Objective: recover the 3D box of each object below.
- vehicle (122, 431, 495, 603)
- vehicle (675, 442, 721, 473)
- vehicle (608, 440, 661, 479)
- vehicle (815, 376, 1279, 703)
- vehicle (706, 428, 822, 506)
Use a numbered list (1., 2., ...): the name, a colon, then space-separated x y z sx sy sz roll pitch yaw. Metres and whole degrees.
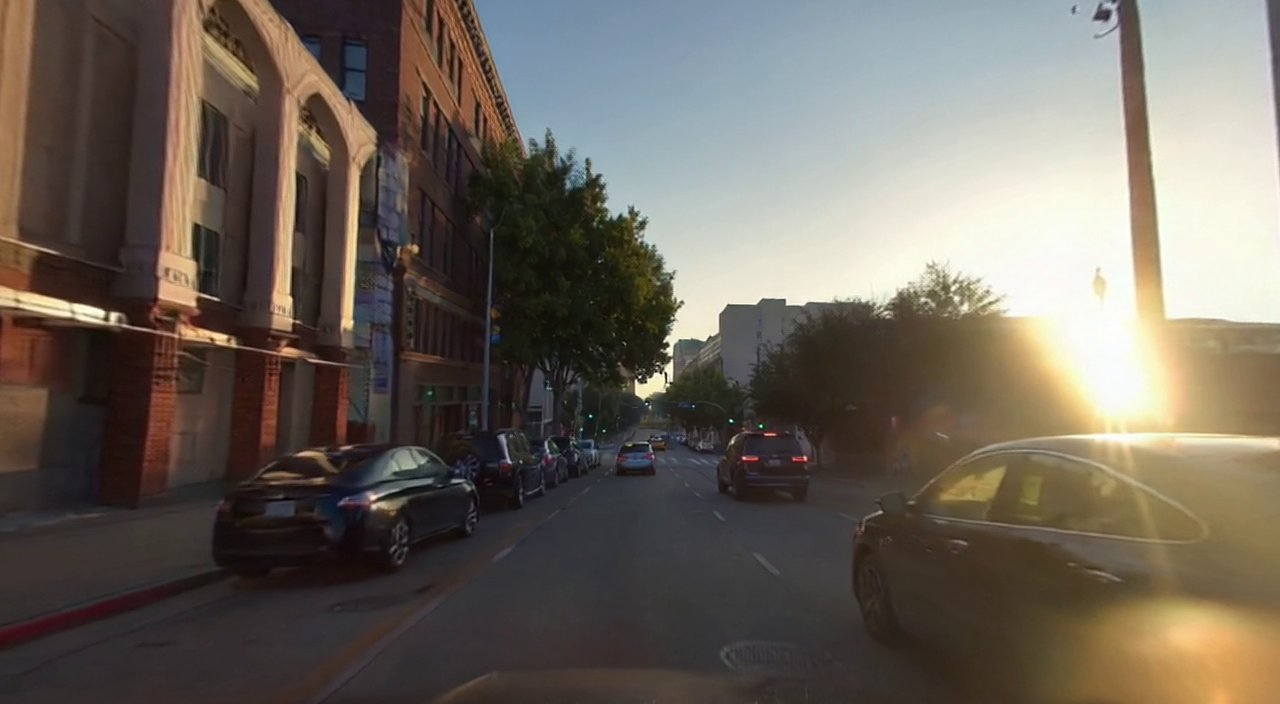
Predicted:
1. vehicle: -3.451 1.791 7.909 1.972 1.471 4.795 0 -8 2
2. vehicle: 2.966 5.544 33.206 1.966 1.475 4.528 0 -8 0
3. vehicle: -0.194 4.385 25.861 2.007 1.460 3.923 0 -8 0
4. vehicle: 2.462 1.007 2.735 2.080 1.495 4.591 0 -8 0
5. vehicle: 2.975 2.869 16.147 2.002 1.707 4.547 0 -8 0
